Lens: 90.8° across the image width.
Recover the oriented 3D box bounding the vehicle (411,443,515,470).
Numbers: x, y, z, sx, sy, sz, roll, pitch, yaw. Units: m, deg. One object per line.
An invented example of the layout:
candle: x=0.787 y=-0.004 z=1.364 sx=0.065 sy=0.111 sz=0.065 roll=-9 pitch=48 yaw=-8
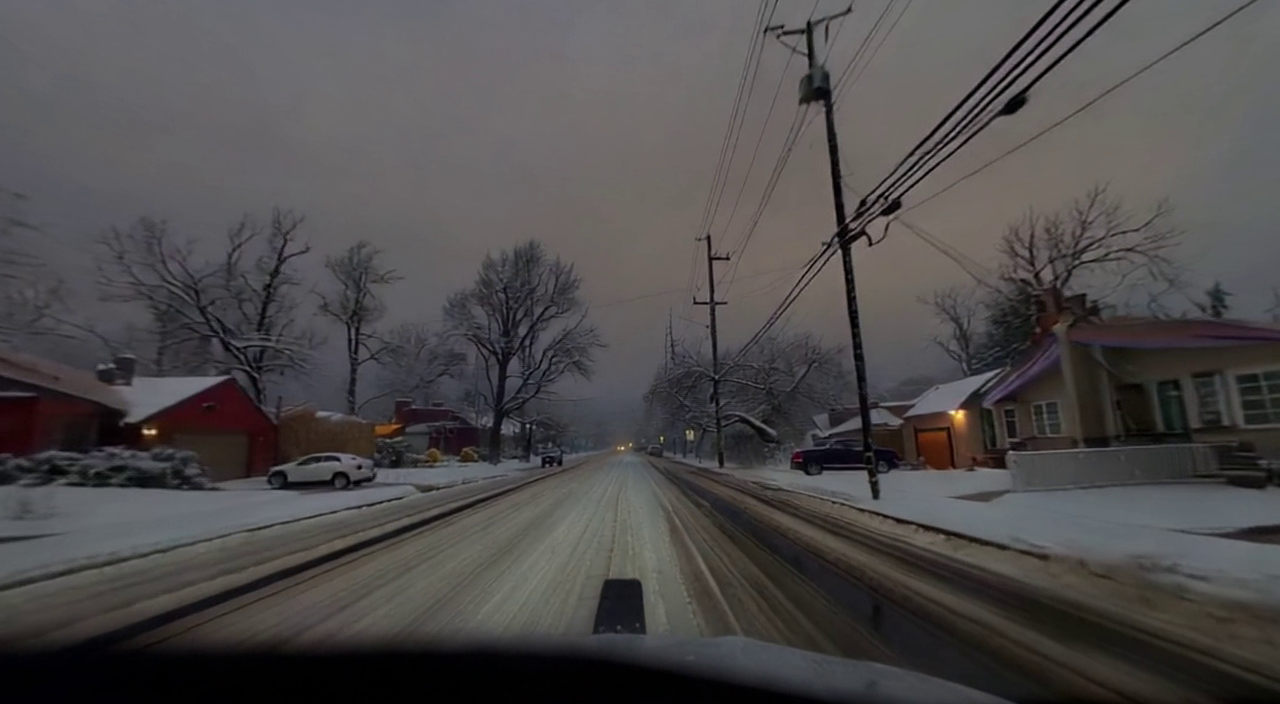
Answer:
vehicle: x=-12.494 y=7.413 z=45.016 sx=6.619 sy=1.759 sz=2.632 roll=0 pitch=-8 yaw=-3

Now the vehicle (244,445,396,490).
vehicle: x=-11.356 y=4.116 z=22.717 sx=4.371 sy=1.482 sz=1.954 roll=0 pitch=-9 yaw=-3

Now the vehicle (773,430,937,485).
vehicle: x=8.854 y=4.358 z=26.445 sx=5.890 sy=1.896 sz=2.459 roll=-2 pitch=-7 yaw=-2
